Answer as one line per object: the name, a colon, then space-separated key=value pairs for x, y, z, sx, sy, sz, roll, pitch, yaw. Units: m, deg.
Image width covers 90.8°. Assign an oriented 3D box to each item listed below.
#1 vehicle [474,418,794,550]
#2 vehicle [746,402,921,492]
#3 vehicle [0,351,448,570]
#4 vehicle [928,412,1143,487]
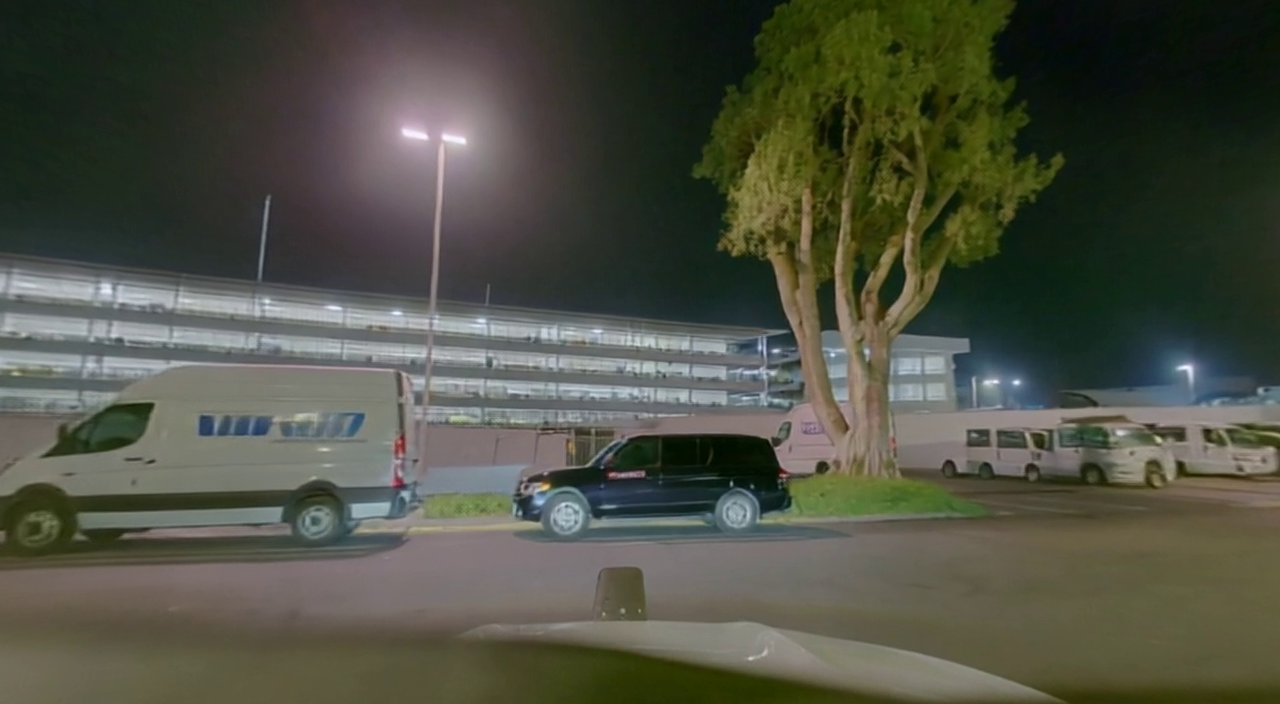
vehicle: x=-0.170 y=2.137 z=10.750 sx=4.992 sy=1.894 sz=2.043 roll=2 pitch=-8 yaw=-13
vehicle: x=5.621 y=2.934 z=19.637 sx=2.491 sy=2.324 sz=5.986 roll=2 pitch=-9 yaw=-12
vehicle: x=-6.145 y=1.586 z=9.652 sx=5.899 sy=2.757 sz=2.257 roll=2 pitch=-9 yaw=-13
vehicle: x=13.229 y=3.328 z=21.973 sx=2.228 sy=2.126 sz=6.632 roll=0 pitch=-8 yaw=-11
